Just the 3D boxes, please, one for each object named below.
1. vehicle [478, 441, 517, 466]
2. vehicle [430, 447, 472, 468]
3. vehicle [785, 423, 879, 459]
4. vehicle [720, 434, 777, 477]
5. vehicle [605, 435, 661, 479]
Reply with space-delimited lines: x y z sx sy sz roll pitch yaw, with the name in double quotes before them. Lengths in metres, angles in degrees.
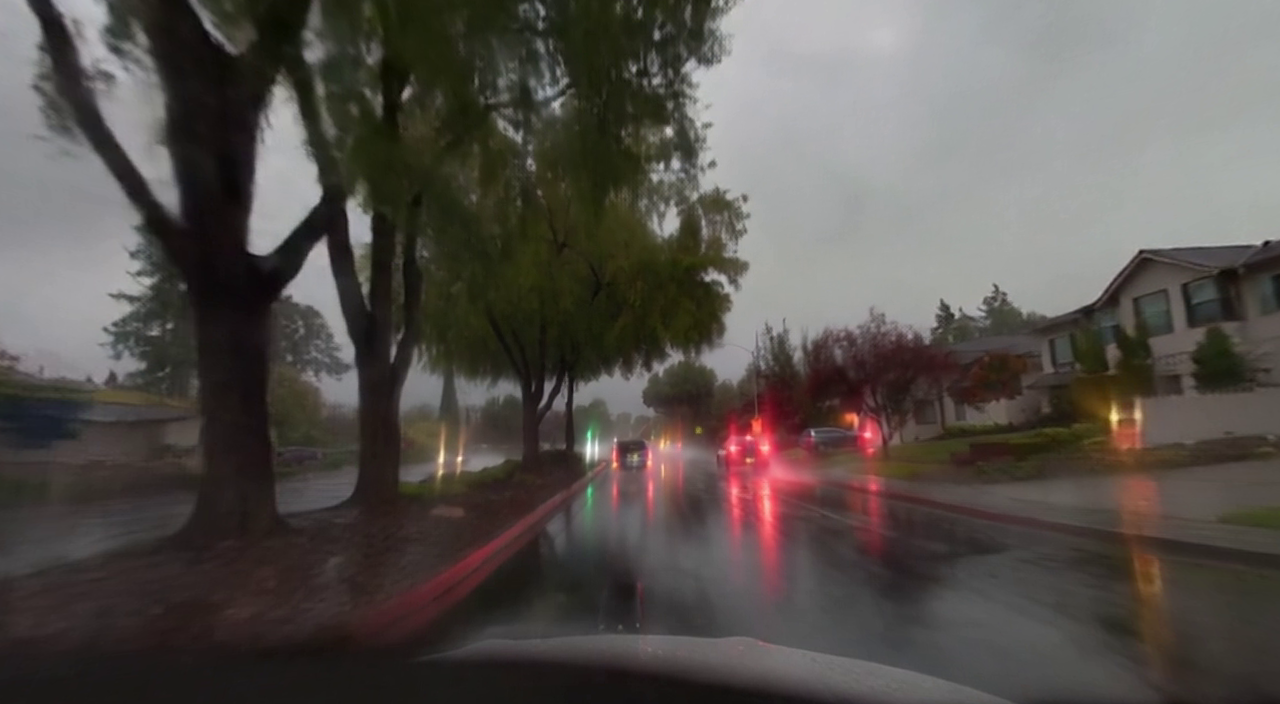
"vehicle" -10.733 7.652 47.919 2.028 1.759 4.360 0 -8 -1
"vehicle" -14.764 8.273 49.667 1.840 1.450 4.521 0 -8 1
"vehicle" 11.557 5.399 38.288 4.919 1.886 2.086 -3 -9 2
"vehicle" 4.853 4.663 28.956 2.045 1.776 4.851 0 -8 4
"vehicle" -0.242 4.257 25.893 2.106 1.655 3.717 0 -8 1
